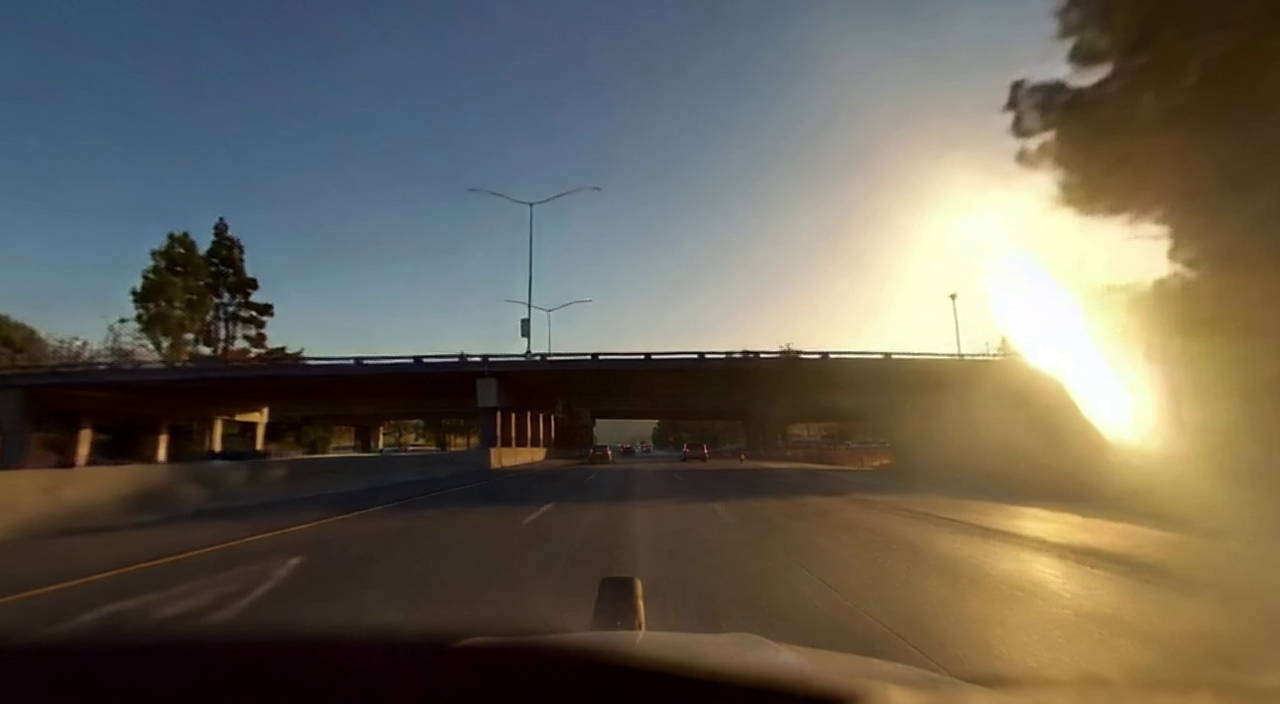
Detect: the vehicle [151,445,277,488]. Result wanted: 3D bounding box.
[{"bbox_3d":[-17.513,4.709,26.322,2.005,1.616,4.669,0,-9,0],"label":"vehicle"}]
